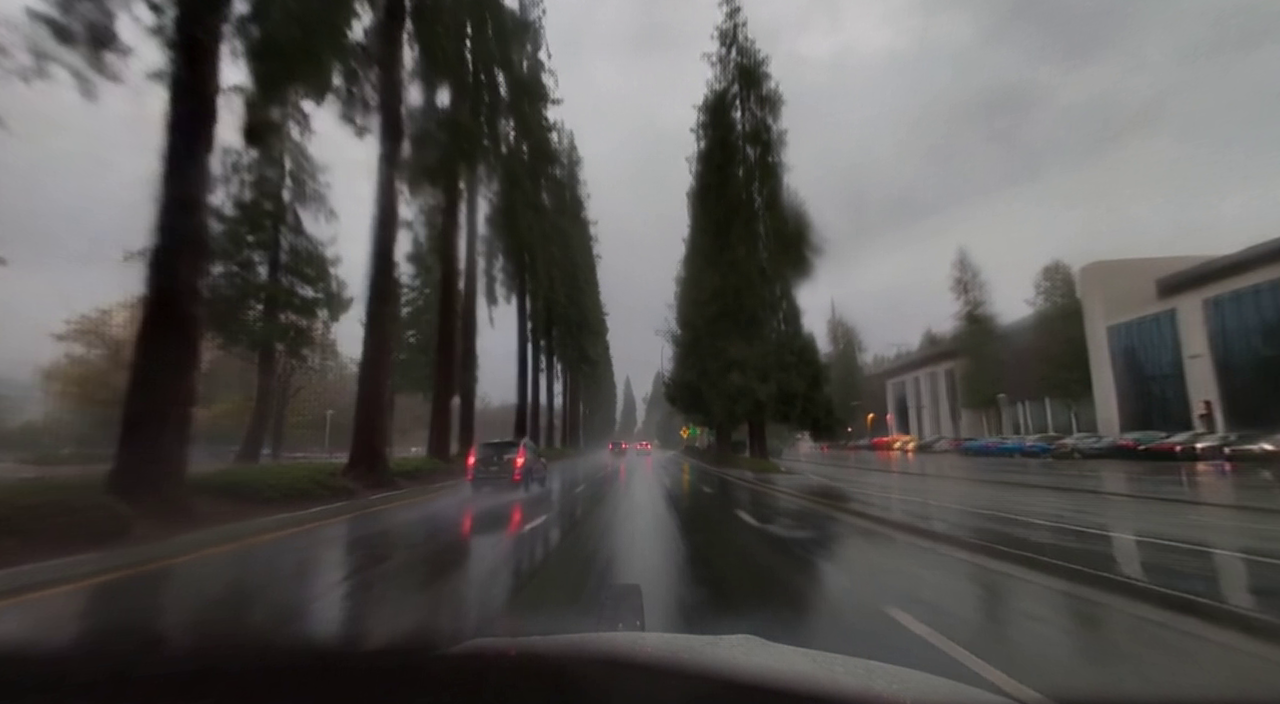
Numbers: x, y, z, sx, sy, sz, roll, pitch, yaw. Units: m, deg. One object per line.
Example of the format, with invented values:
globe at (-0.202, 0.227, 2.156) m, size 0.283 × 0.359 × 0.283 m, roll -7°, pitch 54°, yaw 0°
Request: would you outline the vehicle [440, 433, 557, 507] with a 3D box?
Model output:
vehicle at (-3.364, 2.898, 15.924) m, size 1.942 × 1.588 × 4.172 m, roll 0°, pitch -9°, yaw 1°
